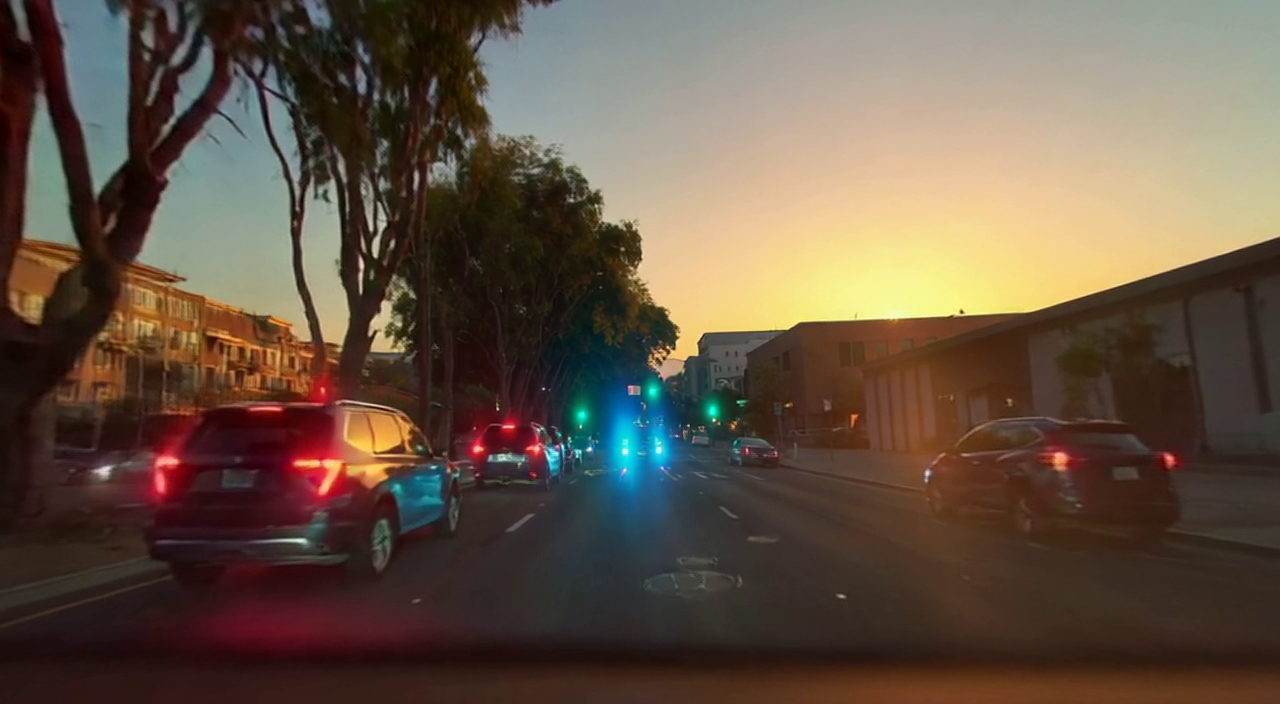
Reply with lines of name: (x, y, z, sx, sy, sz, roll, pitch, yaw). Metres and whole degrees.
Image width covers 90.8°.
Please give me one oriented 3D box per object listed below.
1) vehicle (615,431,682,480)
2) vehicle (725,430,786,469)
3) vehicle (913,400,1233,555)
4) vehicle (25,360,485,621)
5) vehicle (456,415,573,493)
vehicle: (0.195, 3.698, 22.716, 2.201, 1.589, 3.843, 0, -8, -2)
vehicle: (6.071, 5.232, 33.944, 2.300, 1.903, 4.579, 0, -8, -1)
vehicle: (6.445, 1.914, 10.264, 1.997, 1.943, 4.409, 0, -8, 0)
vehicle: (-3.496, 1.389, 7.261, 2.223, 1.957, 4.845, 0, -8, 0)
vehicle: (-3.469, 2.956, 18.623, 2.487, 1.978, 4.628, 0, -8, 0)
